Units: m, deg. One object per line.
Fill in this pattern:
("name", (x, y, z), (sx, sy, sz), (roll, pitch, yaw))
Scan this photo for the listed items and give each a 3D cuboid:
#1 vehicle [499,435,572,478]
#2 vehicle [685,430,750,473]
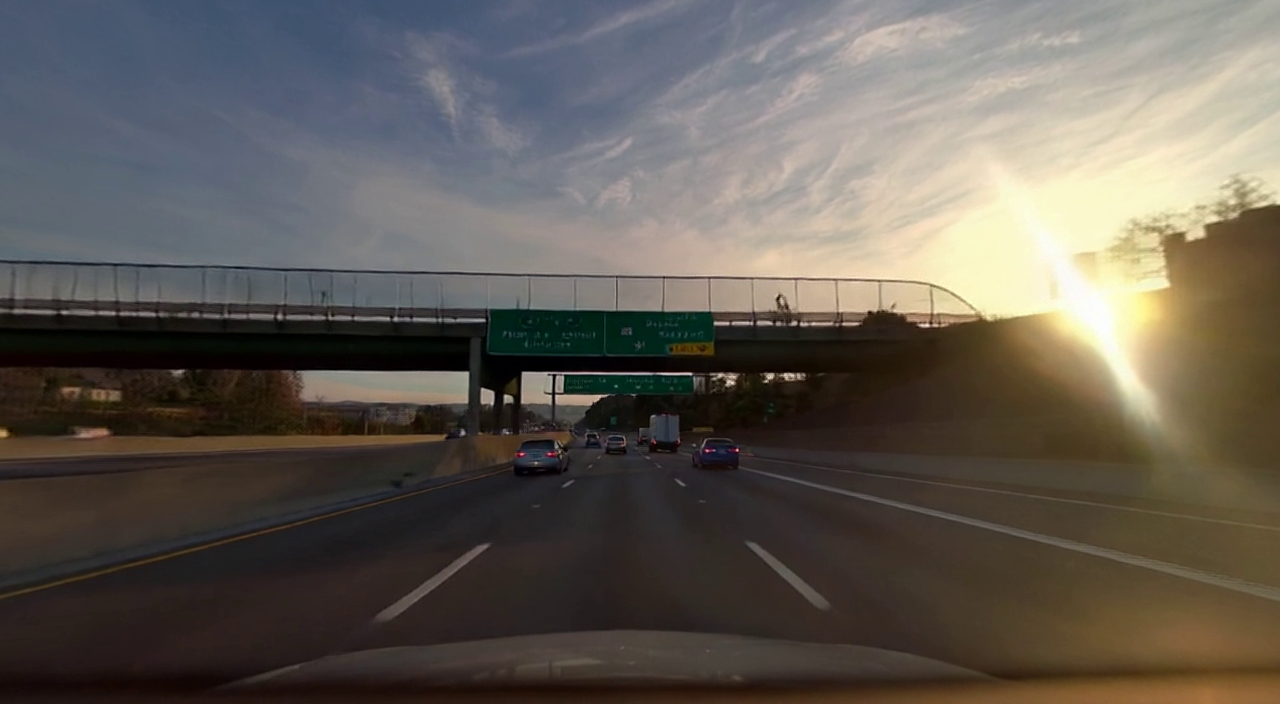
("vehicle", (-3.844, 3.927, 23.972), (2.064, 1.479, 4.370), (0, -8, 0))
("vehicle", (3.094, 4.070, 25.957), (2.001, 1.625, 4.088), (0, -8, -2))
